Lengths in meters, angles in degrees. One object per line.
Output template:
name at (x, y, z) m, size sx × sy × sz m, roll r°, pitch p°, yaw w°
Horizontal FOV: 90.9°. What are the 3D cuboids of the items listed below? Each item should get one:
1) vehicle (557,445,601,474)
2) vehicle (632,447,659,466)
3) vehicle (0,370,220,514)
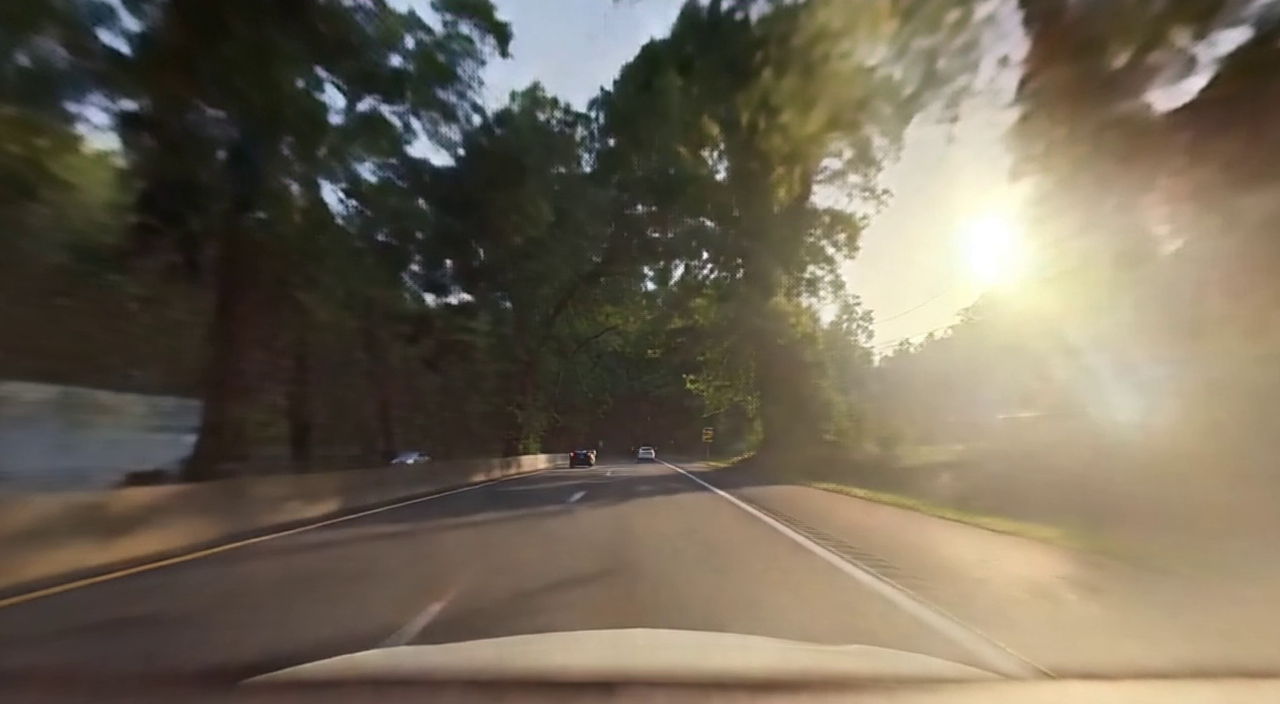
vehicle at (-3.332, 5.972, 35.314) m, size 2.112 × 1.498 × 4.117 m, roll 0°, pitch -9°, yaw -1°
vehicle at (0.391, 7.966, 48.109) m, size 1.989 × 1.402 × 3.831 m, roll 0°, pitch -9°, yaw -1°
vehicle at (-19.103, 2.786, 19.298) m, size 2.881 × 3.904 × 14.146 m, roll 0°, pitch -9°, yaw -1°
